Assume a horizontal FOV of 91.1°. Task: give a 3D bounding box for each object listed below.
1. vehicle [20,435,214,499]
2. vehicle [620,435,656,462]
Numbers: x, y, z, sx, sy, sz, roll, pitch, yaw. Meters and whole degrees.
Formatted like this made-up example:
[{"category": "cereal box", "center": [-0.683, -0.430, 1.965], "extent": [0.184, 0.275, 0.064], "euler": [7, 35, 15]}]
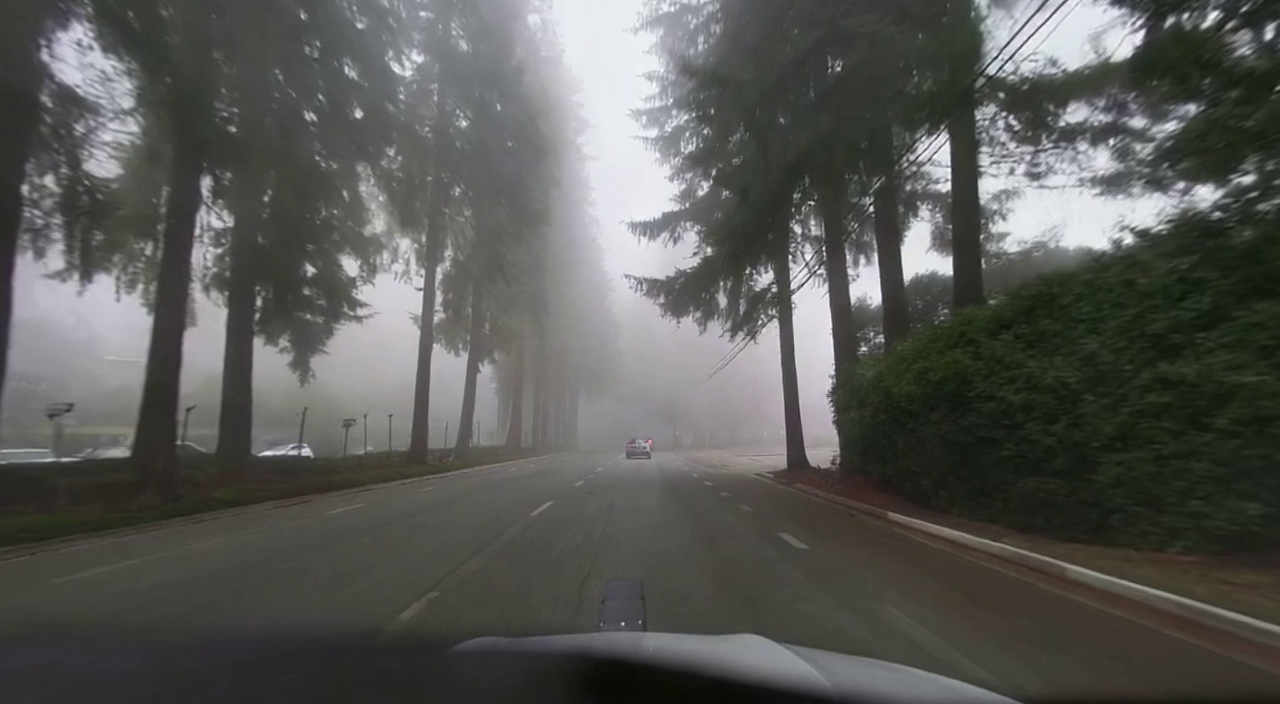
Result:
[{"category": "vehicle", "center": [-15.896, 3.493, 19.493], "extent": [2.163, 1.738, 4.393], "euler": [0, -8, 0]}, {"category": "vehicle", "center": [-0.124, 5.569, 36.372], "extent": [1.991, 1.463, 3.988], "euler": [0, -8, 0]}]
